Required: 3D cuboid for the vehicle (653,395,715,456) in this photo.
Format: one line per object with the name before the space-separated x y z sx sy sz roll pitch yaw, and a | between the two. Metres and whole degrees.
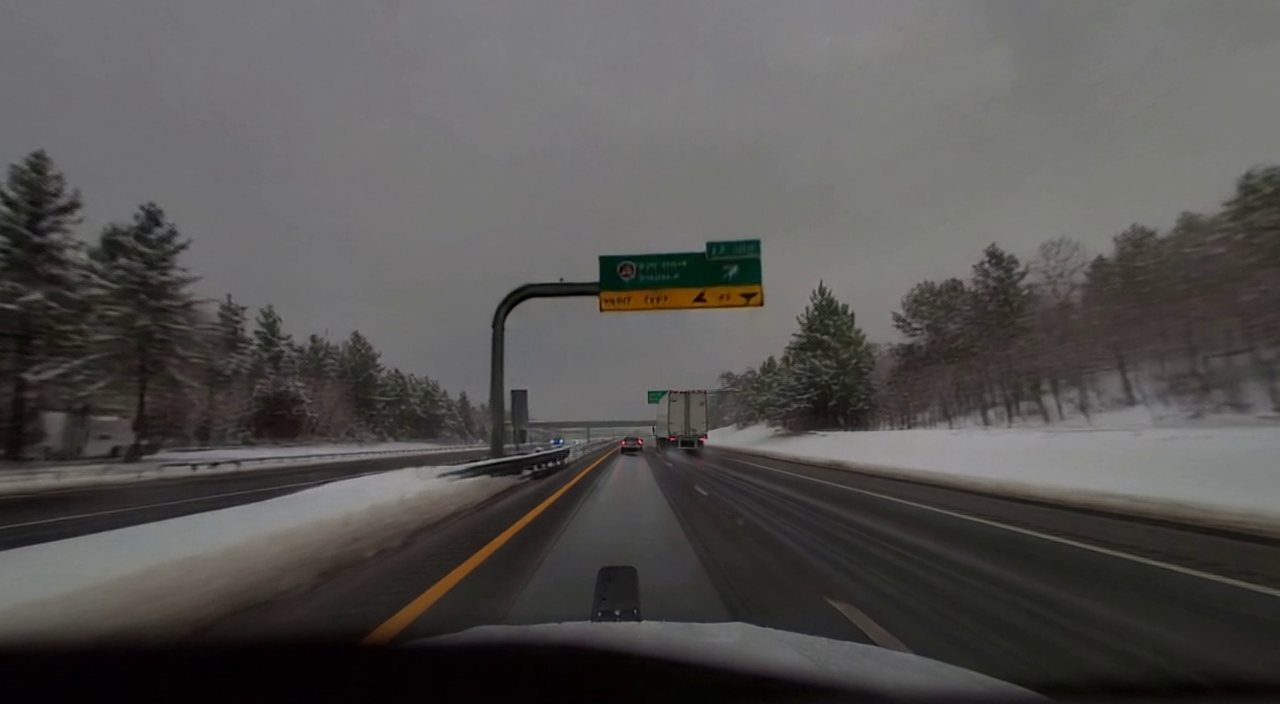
vehicle | 3.087 5.918 49.848 3.376 4.017 16.232 0 -8 -1
